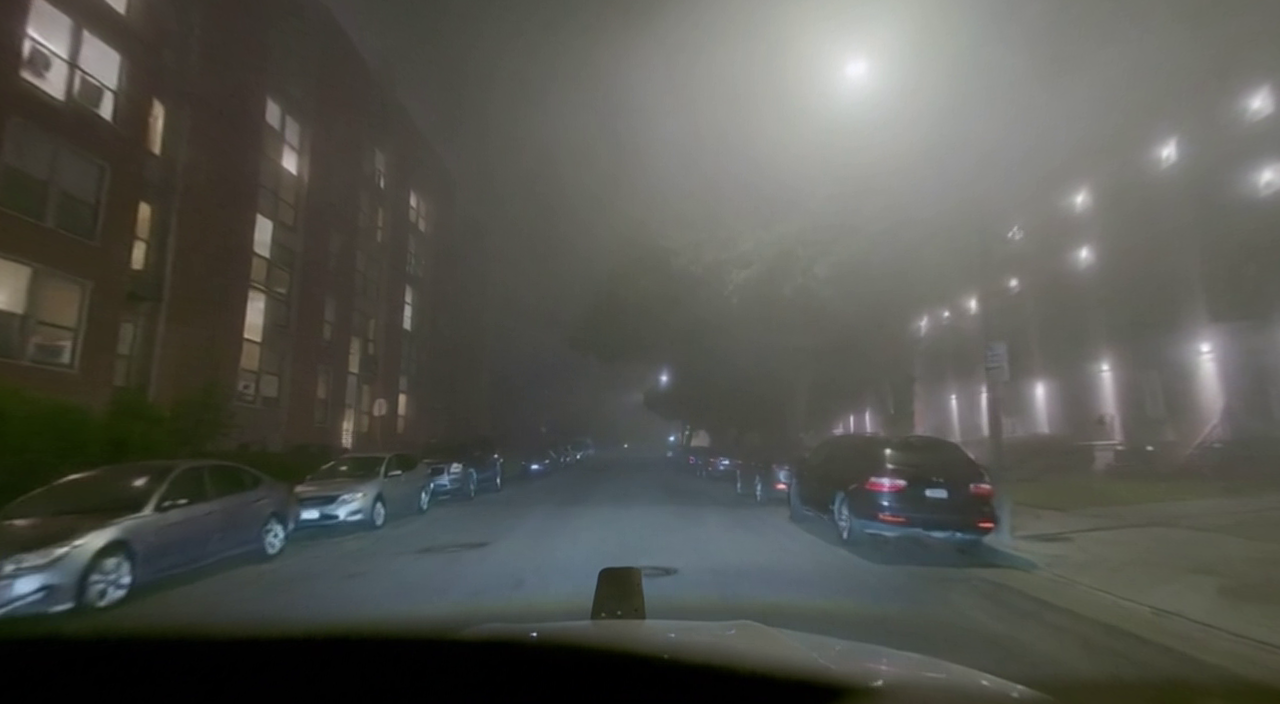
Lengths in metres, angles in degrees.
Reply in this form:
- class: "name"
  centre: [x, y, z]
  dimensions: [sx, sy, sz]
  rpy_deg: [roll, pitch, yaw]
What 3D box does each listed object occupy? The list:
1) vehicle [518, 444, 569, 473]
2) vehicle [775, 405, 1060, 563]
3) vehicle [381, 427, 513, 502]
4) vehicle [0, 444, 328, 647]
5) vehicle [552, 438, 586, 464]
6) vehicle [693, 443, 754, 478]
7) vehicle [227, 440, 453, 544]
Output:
- class: "vehicle"
  centre: [-5.218, 5.841, 34.833]
  dimensions: [2.080, 1.458, 4.511]
  rpy_deg: [0, -9, 0]
- class: "vehicle"
  centre: [3.754, 1.904, 9.870]
  dimensions: [2.082, 1.809, 4.998]
  rpy_deg: [0, -9, -1]
- class: "vehicle"
  centre: [-5.257, 3.157, 18.107]
  dimensions: [2.213, 1.825, 4.986]
  rpy_deg: [0, -9, 0]
- class: "vehicle"
  centre: [-5.404, 1.759, 6.820]
  dimensions: [1.799, 1.440, 4.411]
  rpy_deg: [-2, -9, 1]
- class: "vehicle"
  centre: [-5.335, 7.571, 48.245]
  dimensions: [2.069, 1.881, 4.697]
  rpy_deg: [0, -9, 0]
- class: "vehicle"
  centre: [3.665, 4.865, 28.593]
  dimensions: [1.881, 1.460, 4.737]
  rpy_deg: [1, -9, -3]
- class: "vehicle"
  centre: [-5.346, 2.518, 12.179]
  dimensions: [2.026, 1.461, 4.837]
  rpy_deg: [-3, -9, 0]
